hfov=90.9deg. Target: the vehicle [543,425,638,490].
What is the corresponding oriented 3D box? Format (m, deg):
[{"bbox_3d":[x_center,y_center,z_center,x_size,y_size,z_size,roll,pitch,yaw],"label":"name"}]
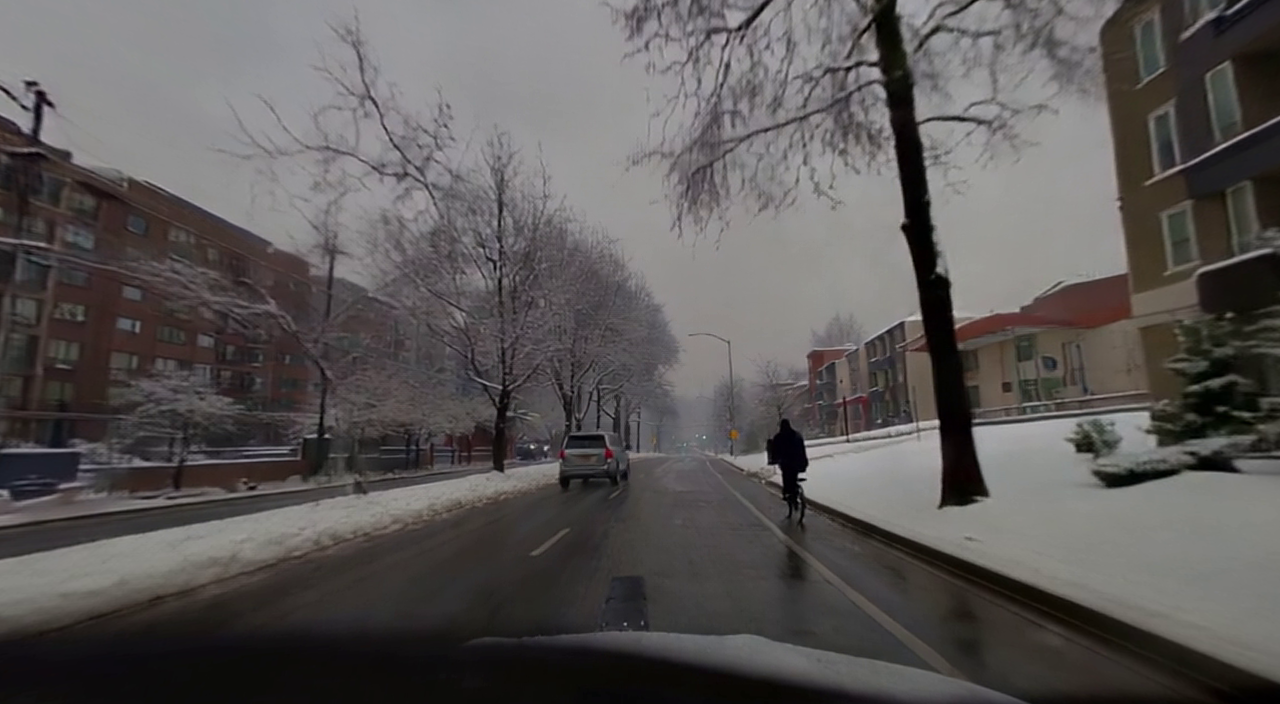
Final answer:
[{"bbox_3d":[-1.461,3.458,20.987,2.294,1.859,5.127,-1,-9,5],"label":"vehicle"}]
